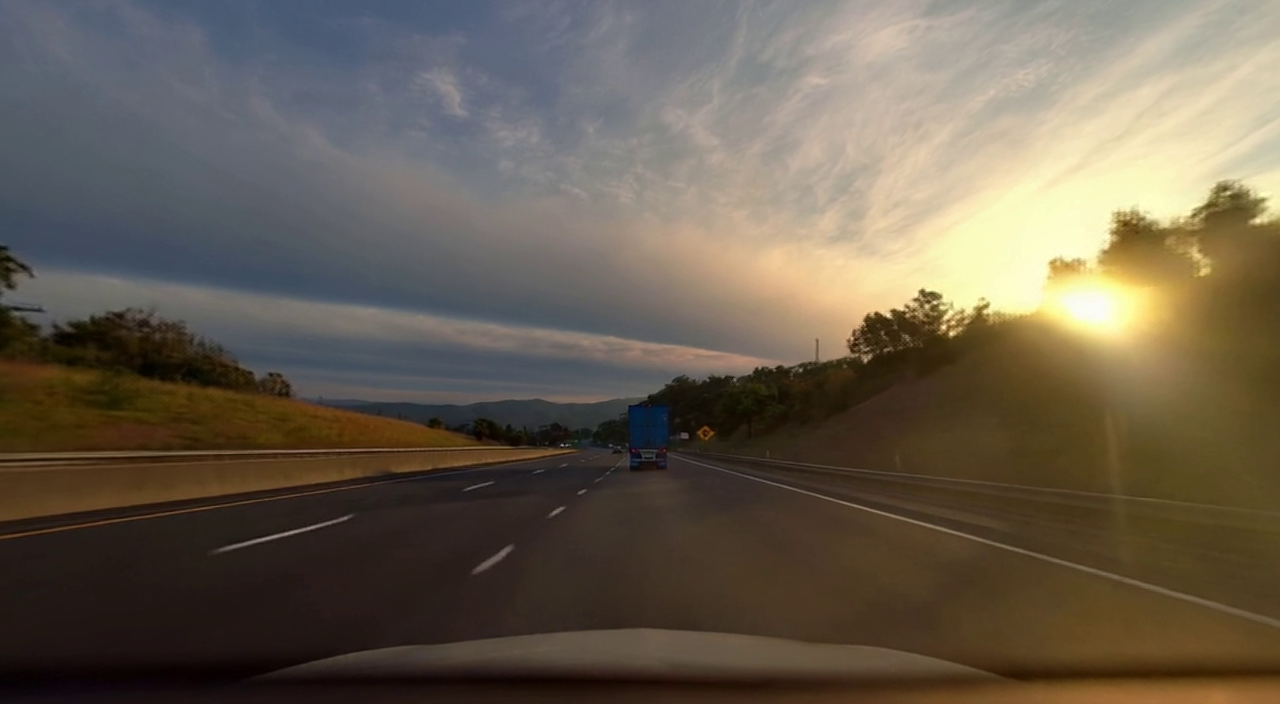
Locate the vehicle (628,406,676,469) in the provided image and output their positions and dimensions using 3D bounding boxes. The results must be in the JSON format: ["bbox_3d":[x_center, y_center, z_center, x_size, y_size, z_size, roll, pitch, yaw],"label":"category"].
[{"bbox_3d":[0.704,6.311,45.961,3.055,4.009,10.972,0,-9,-1],"label":"vehicle"}]
